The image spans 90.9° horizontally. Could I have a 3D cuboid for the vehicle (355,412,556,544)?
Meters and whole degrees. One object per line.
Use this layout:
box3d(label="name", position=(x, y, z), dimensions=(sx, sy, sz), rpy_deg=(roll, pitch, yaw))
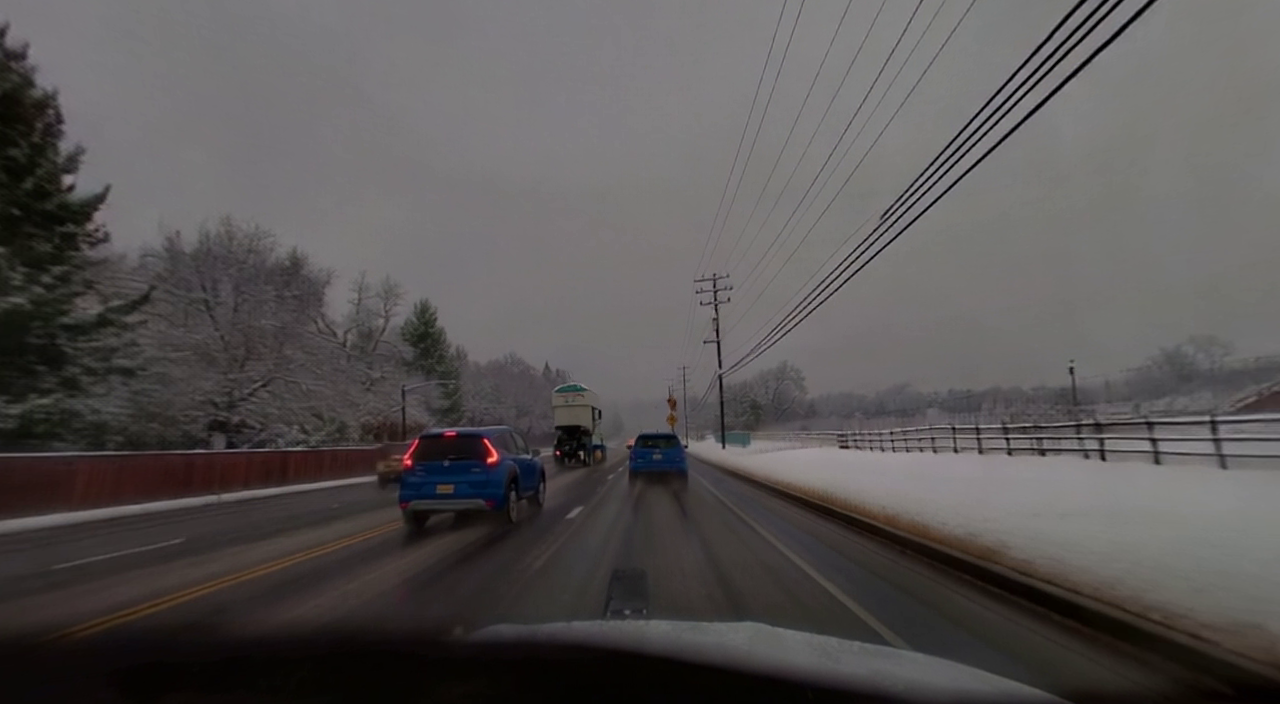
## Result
box3d(label="vehicle", position=(-2.898, 2.109, 11.161), dimensions=(2.093, 1.832, 4.508), rpy_deg=(0, -9, 1))

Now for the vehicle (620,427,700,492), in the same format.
box3d(label="vehicle", position=(0.577, 3.232, 19.204), dimensions=(2.174, 1.749, 4.113), rpy_deg=(0, -9, 1))

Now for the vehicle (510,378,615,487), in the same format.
box3d(label="vehicle", position=(-2.792, 3.511, 26.653), dimensions=(2.928, 3.658, 10.953), rpy_deg=(0, -9, 1))
